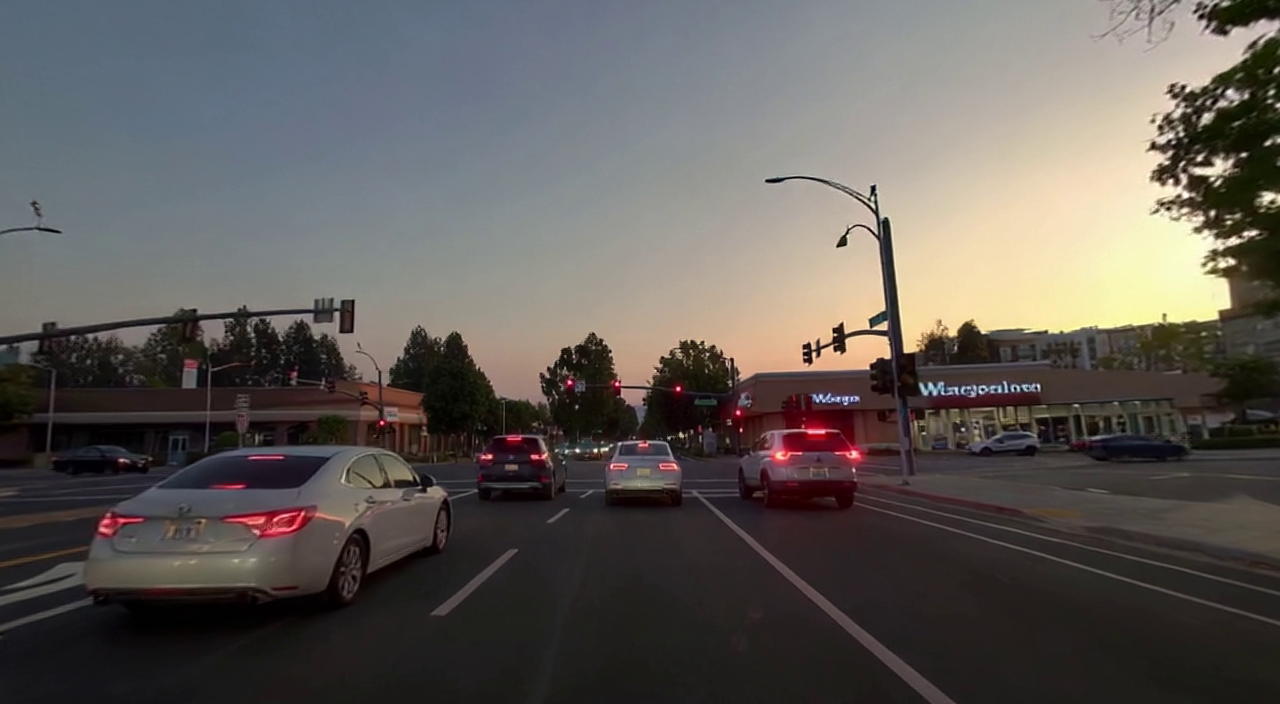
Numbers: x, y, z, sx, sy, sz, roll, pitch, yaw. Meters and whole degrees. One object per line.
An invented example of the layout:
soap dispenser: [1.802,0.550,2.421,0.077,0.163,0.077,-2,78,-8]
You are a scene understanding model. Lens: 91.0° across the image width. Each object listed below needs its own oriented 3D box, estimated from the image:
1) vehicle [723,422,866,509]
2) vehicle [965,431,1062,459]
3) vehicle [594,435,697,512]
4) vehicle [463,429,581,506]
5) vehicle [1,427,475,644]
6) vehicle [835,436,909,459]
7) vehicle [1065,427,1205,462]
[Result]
vehicle: [3.334,2.566,14.600,2.076,1.691,4.402,0,-9,-2]
vehicle: [23.289,5.835,39.395,4.781,1.700,1.986,0,-9,1]
vehicle: [0.139,2.732,14.561,2.032,1.499,3.994,0,-9,1]
vehicle: [-2.823,2.886,16.076,2.072,1.694,4.070,-1,-9,2]
vehicle: [-3.337,1.597,6.554,2.014,1.472,4.357,0,-9,1]
vehicle: [16.938,6.980,46.081,4.626,1.653,1.982,0,-9,1]
vehicle: [26.536,4.997,33.947,5.504,1.821,2.173,-1,-9,4]
